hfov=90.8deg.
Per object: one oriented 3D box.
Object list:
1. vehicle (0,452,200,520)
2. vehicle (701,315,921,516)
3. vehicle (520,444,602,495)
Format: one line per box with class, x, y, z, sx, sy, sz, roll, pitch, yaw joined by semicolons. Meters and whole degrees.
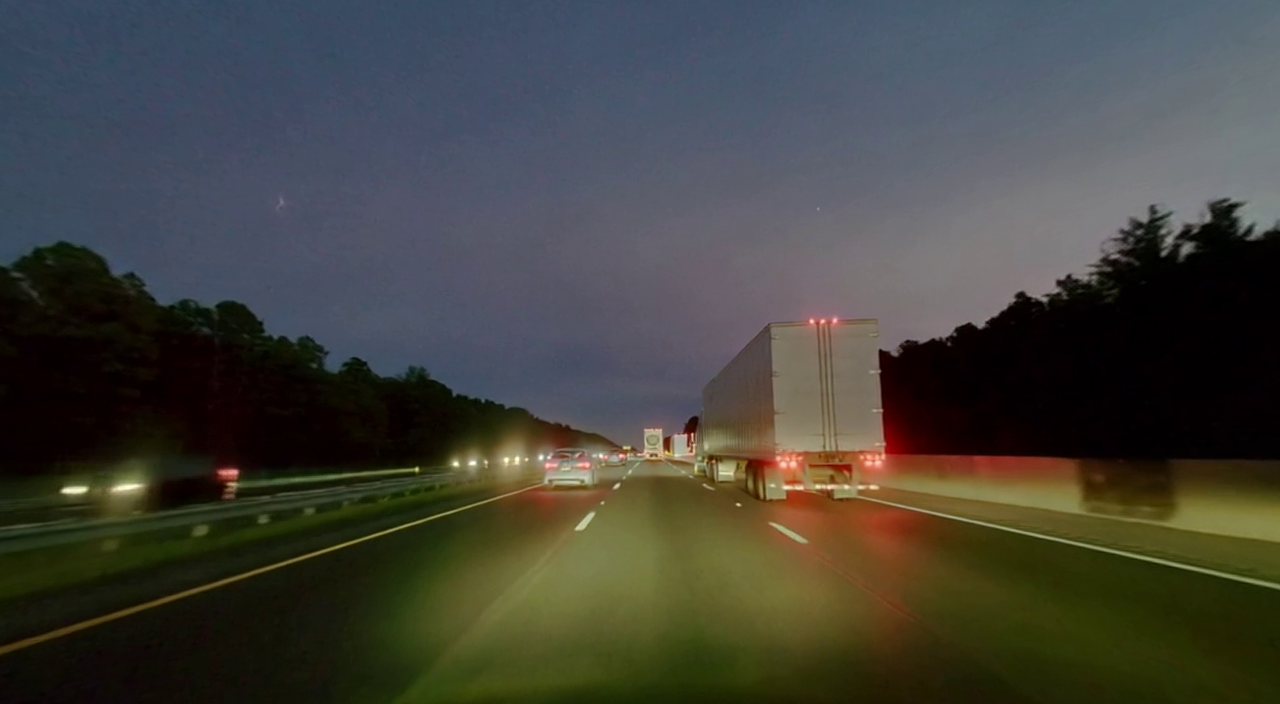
vehicle;-14.845;3.560;17.361;2.009;1.600;4.723;0;-9;1
vehicle;4.144;2.376;20.021;2.974;4.083;14.389;0;-9;0
vehicle;-2.530;3.958;21.632;2.104;1.526;4.940;0;-9;1
